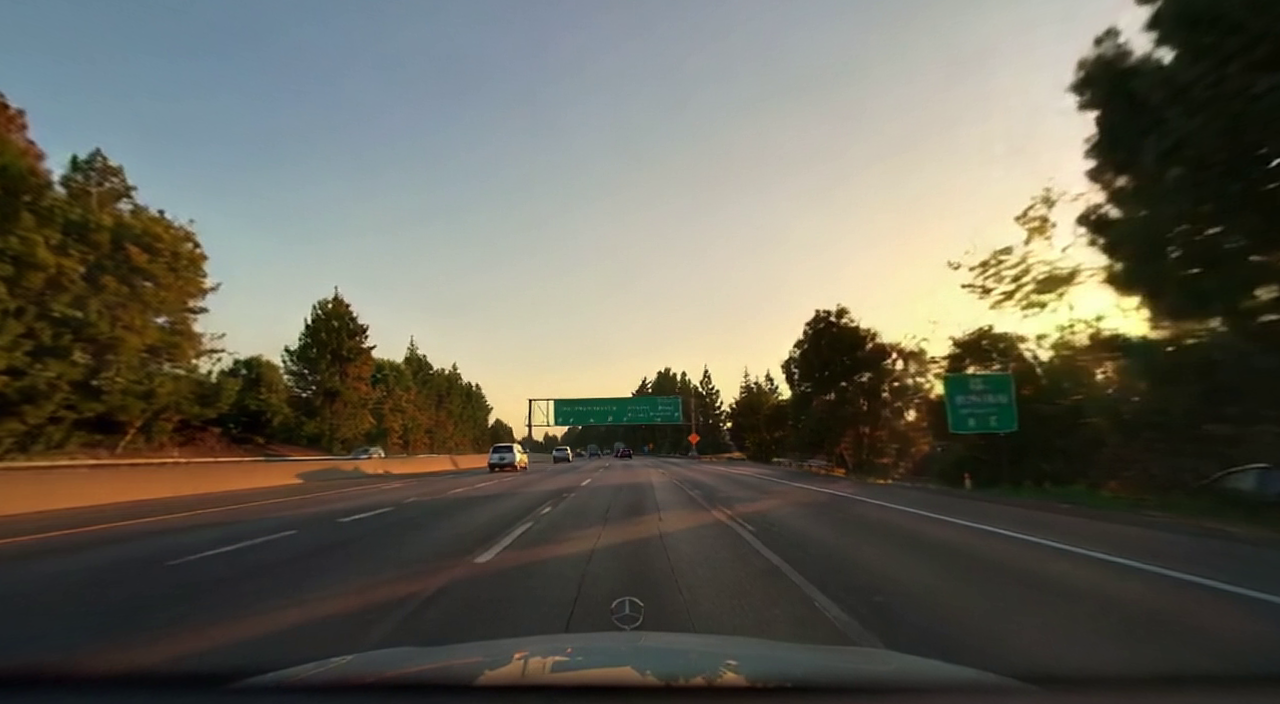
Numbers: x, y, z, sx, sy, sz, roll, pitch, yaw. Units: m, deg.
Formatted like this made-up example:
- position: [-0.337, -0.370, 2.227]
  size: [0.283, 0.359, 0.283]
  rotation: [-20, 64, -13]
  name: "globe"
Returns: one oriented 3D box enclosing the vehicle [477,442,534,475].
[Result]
- position: [-7.671, 6.120, 36.548]
  size: [2.179, 1.710, 5.160]
  rotation: [0, -8, 0]
  name: "vehicle"
